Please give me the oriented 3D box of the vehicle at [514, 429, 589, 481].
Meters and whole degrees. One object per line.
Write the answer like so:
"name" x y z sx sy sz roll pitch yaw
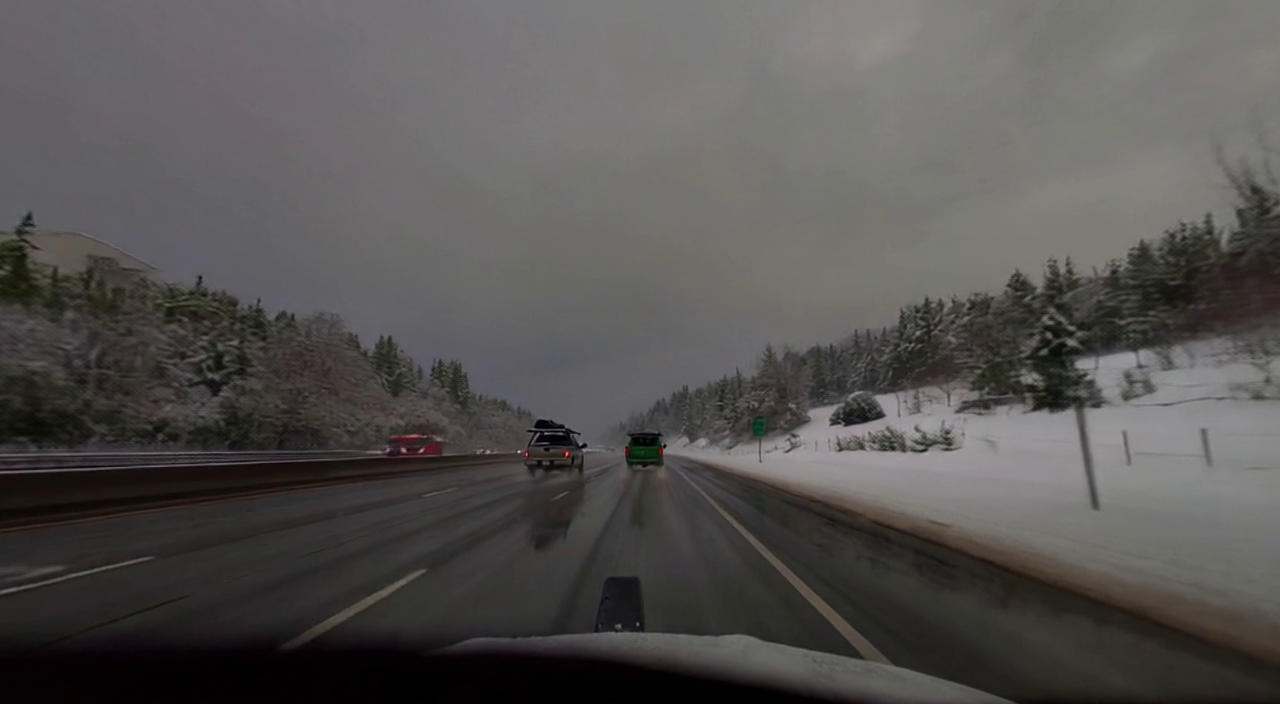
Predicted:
"vehicle" -3.548 4.278 26.385 2.250 1.947 4.860 0 -9 2

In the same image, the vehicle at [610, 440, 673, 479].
"vehicle" 0.165 5.032 29.785 2.715 1.669 5.163 0 -9 2
